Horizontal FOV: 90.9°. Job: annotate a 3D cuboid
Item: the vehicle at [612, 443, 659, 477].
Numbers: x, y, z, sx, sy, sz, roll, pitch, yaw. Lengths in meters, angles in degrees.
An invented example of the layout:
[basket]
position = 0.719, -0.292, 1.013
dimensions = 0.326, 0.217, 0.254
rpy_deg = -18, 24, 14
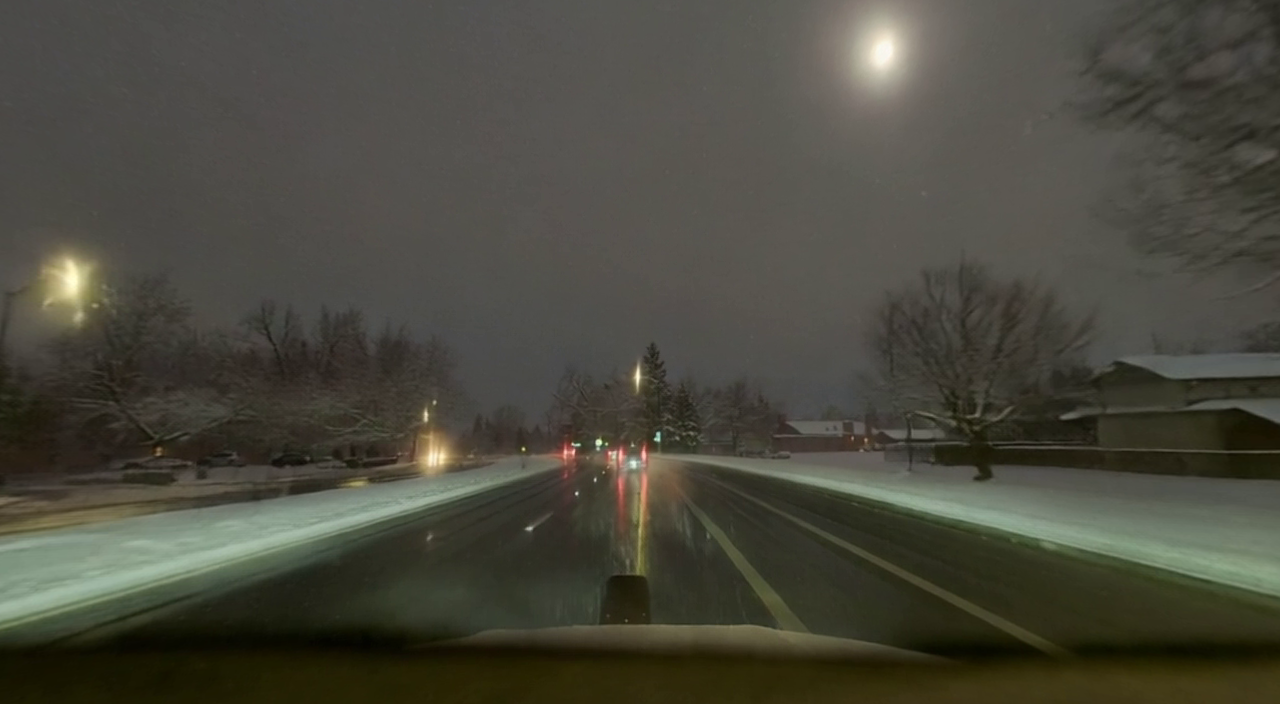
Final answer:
[vehicle]
position = -0.228, 4.904, 28.945
dimensions = 2.009, 1.456, 4.003
rpy_deg = 0, -8, -1
